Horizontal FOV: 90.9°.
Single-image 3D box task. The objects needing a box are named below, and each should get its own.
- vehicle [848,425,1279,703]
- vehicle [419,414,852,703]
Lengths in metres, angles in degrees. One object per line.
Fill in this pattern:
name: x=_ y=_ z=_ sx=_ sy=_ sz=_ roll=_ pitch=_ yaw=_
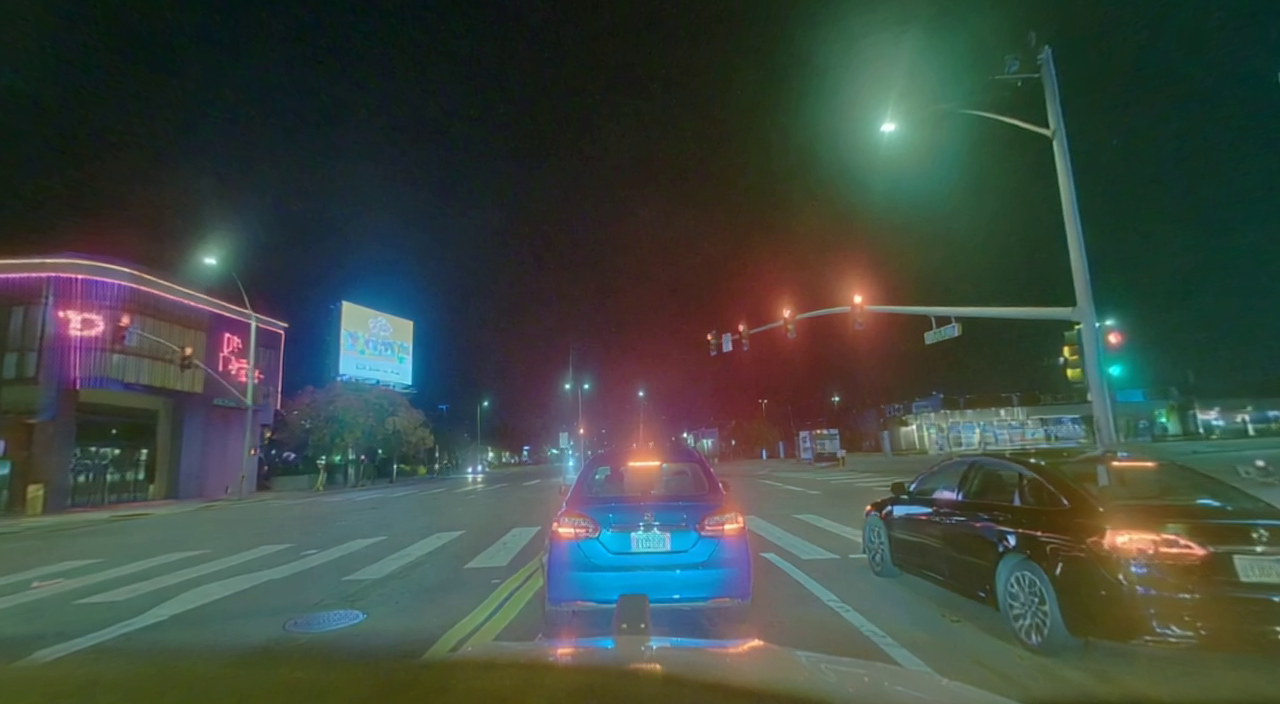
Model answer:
vehicle: x=3.347 y=1.376 z=5.086 sx=1.860 sy=1.430 sz=4.089 roll=0 pitch=-8 yaw=-1
vehicle: x=-0.054 y=1.350 z=5.161 sx=2.094 sy=1.481 sz=4.078 roll=0 pitch=-8 yaw=-1
